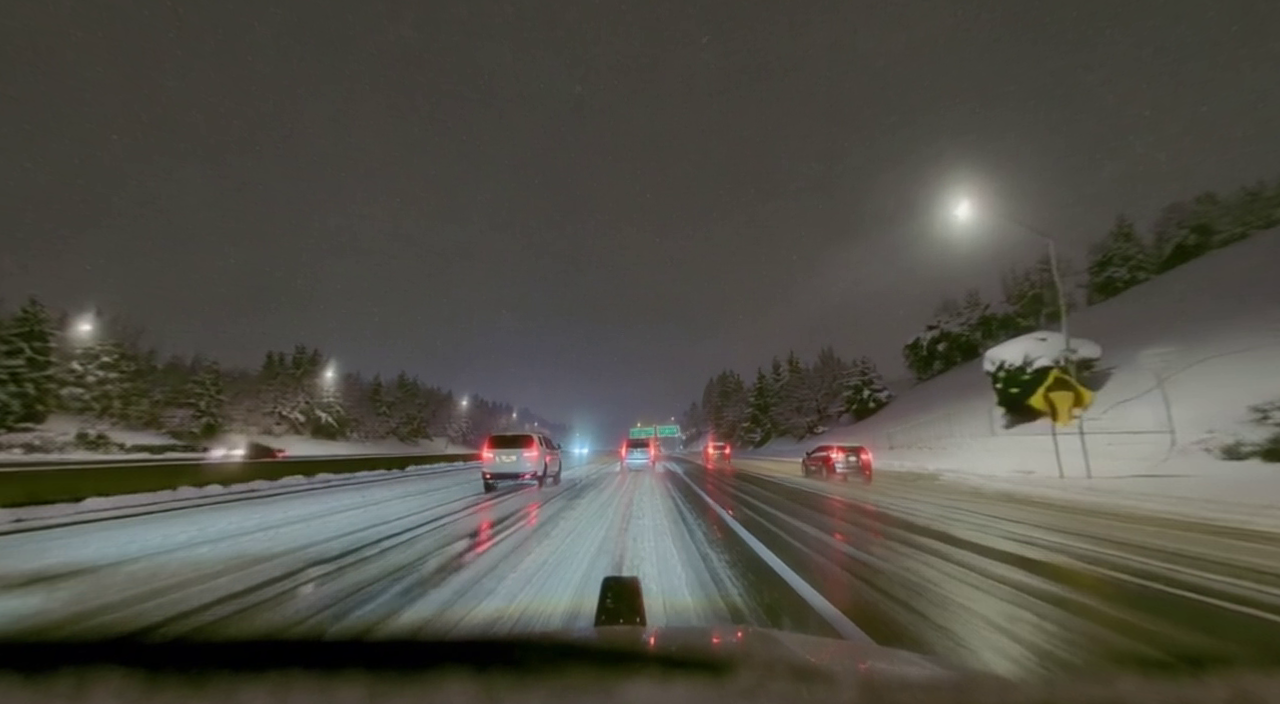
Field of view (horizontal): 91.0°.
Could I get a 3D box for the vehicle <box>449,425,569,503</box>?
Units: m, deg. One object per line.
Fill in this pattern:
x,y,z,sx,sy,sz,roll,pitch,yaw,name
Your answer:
-3.236,2.878,16.556,2.142,1.759,4.297,0,-9,1,vehicle

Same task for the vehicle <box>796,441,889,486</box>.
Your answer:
7.288,4.035,23.169,1.936,1.480,4.373,0,-9,0,vehicle

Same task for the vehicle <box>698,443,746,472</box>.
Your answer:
4.316,5.603,33.690,2.005,1.456,4.287,0,-9,0,vehicle

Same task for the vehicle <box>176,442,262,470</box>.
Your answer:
-26.066,6.427,39.226,1.954,1.612,4.596,-1,-9,4,vehicle

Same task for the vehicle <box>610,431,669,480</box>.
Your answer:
-0.009,4.371,26.859,2.270,1.862,4.949,0,-9,1,vehicle
